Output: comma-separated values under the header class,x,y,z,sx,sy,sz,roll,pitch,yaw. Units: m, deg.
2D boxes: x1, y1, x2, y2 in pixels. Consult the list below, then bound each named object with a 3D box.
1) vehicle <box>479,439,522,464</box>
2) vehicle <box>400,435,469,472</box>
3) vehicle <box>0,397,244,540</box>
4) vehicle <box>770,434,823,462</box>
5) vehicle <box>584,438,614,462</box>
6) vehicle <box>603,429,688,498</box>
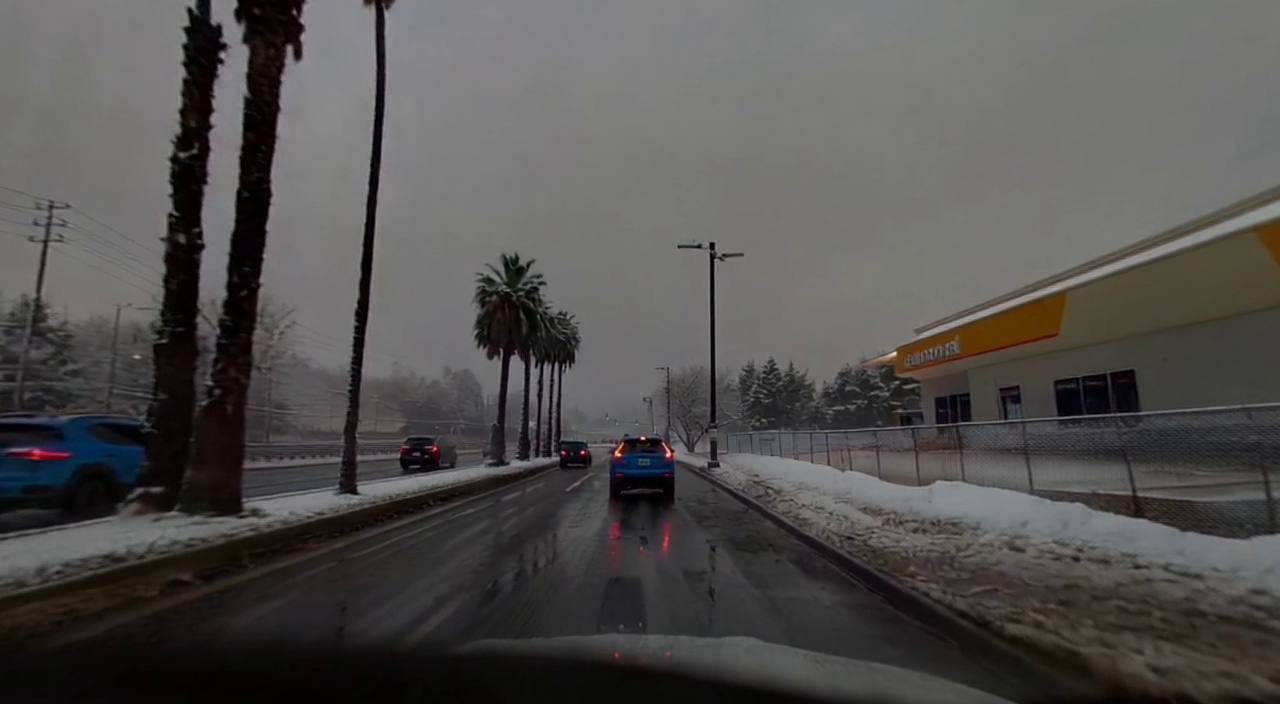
class,x,y,z,sx,sy,sz,roll,pitch,yaw
vehicle,-10.345,7.449,46.991,1.998,1.731,4.952,0,-8,1
vehicle,-10.417,5.194,32.195,1.965,1.743,4.327,0,-8,1
vehicle,-9.902,1.966,11.103,2.269,1.934,5.350,0,-8,0
vehicle,8.421,5.119,33.553,1.837,1.416,3.947,-4,-9,27
vehicle,-3.191,7.791,49.941,2.077,1.832,4.706,0,-8,0
vehicle,0.182,3.076,17.695,2.121,1.710,3.893,0,-8,1
